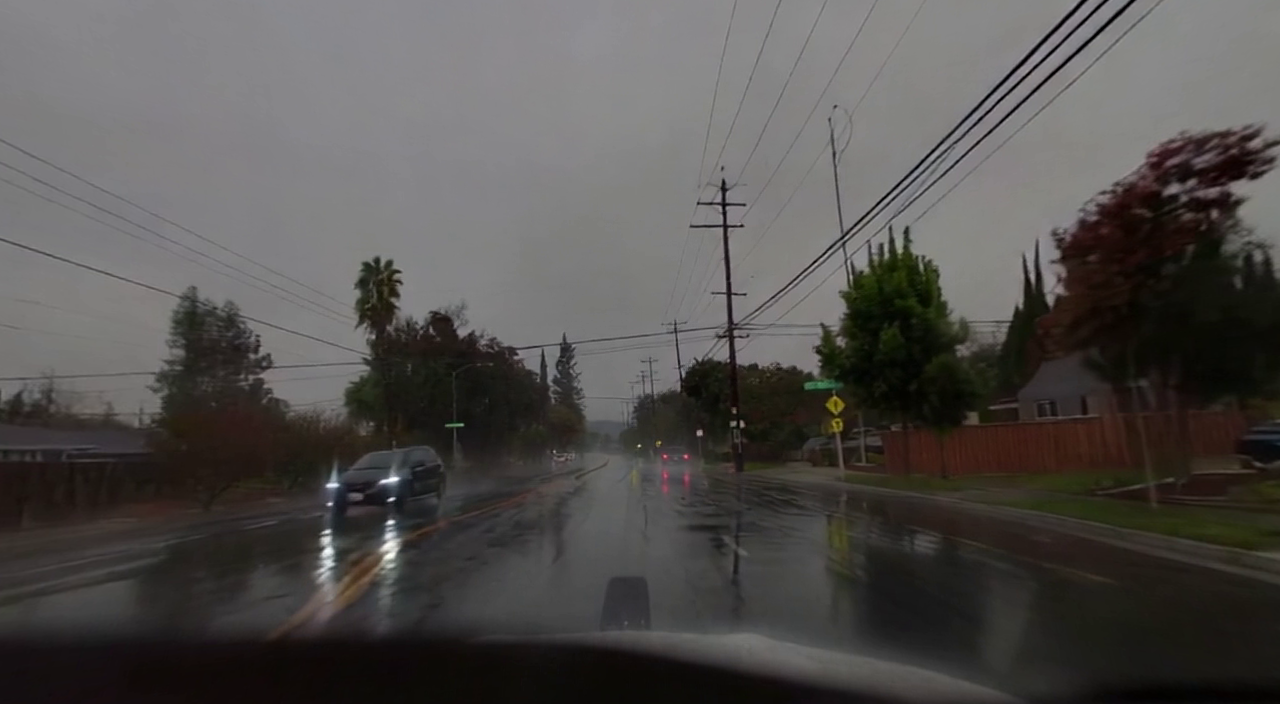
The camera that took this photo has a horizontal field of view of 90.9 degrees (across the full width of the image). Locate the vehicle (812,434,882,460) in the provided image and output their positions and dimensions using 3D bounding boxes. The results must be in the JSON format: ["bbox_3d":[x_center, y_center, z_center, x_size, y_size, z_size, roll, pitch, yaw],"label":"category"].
[{"bbox_3d":[16.095,7.412,49.195,4.583,1.932,2.256,0,-8,-4],"label":"vehicle"}]

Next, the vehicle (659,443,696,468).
[{"bbox_3d":[2.801,7.969,48.713,2.144,1.843,4.827,0,-9,-5],"label":"vehicle"}]

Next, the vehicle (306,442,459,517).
[{"bbox_3d":[-6.663,3.325,16.989,2.127,1.725,4.366,-1,-9,2],"label":"vehicle"}]
